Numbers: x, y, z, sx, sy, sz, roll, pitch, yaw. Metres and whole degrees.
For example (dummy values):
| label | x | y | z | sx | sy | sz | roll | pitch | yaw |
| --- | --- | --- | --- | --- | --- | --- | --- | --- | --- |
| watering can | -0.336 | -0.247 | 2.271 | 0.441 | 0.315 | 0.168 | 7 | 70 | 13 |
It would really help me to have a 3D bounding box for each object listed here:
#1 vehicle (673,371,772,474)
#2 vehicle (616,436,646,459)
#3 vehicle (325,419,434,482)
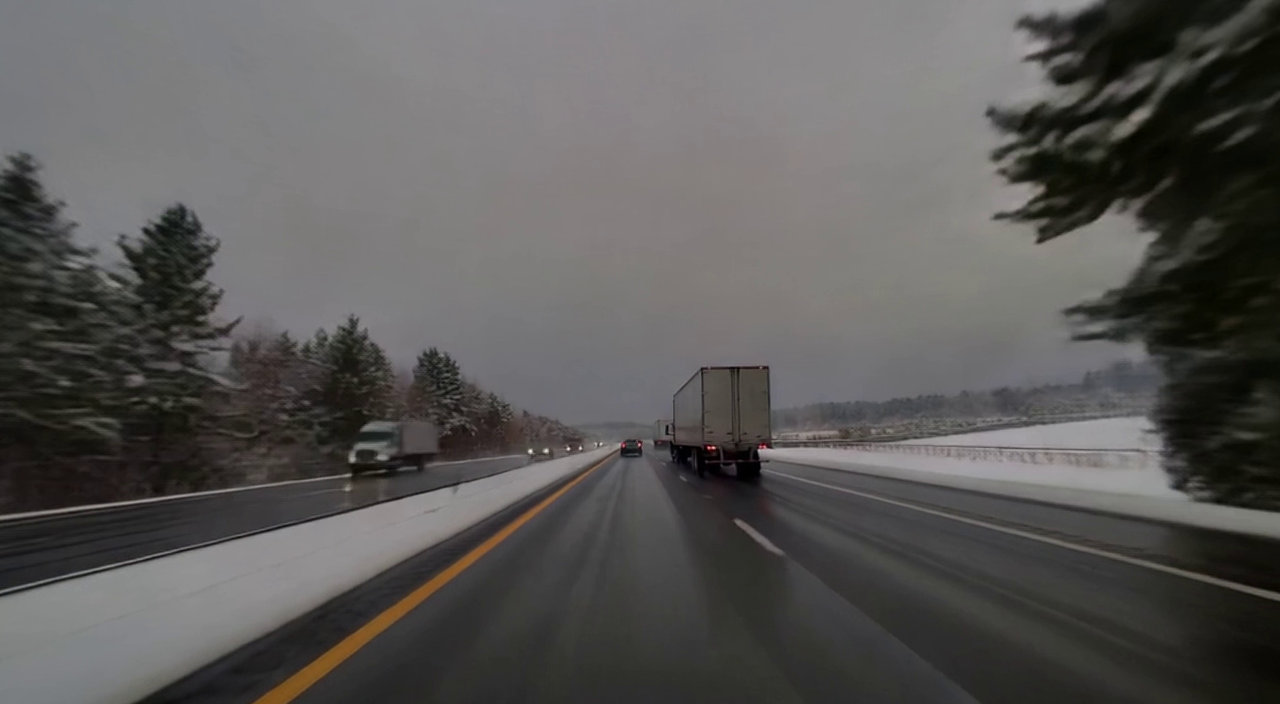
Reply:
| label | x | y | z | sx | sy | sz | roll | pitch | yaw |
| --- | --- | --- | --- | --- | --- | --- | --- | --- | --- |
| vehicle | 3.576 | 3.682 | 31.561 | 2.919 | 4.004 | 13.911 | 0 | -8 | -1 |
| vehicle | -0.678 | 7.233 | 47.920 | 2.192 | 1.623 | 4.887 | 0 | -8 | -1 |
| vehicle | -12.475 | 4.755 | 30.886 | 2.443 | 2.697 | 6.997 | 0 | -8 | -1 |
